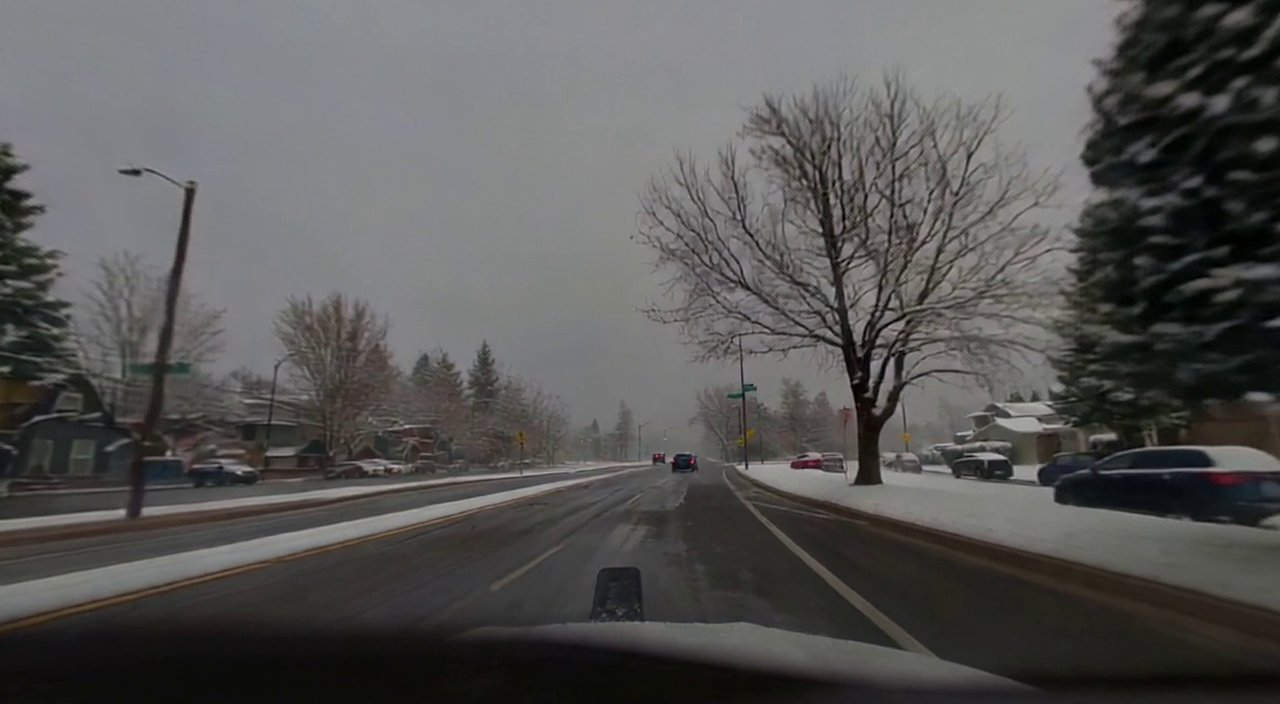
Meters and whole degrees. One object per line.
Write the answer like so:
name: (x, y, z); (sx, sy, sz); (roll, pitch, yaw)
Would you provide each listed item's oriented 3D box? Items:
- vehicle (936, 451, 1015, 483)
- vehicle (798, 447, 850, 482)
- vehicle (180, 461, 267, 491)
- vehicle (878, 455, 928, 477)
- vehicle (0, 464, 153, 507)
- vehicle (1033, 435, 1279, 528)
vehicle: (17.573, 6.051, 33.362); (1.940, 1.556, 4.542); (-1, -9, 4)
vehicle: (11.476, 7.148, 39.787); (1.923, 1.741, 4.683); (-4, -14, 2)
vehicle: (-26.496, 7.879, 40.425); (2.032, 1.799, 4.636); (-1, -9, 6)
vehicle: (18.879, 8.183, 45.582); (1.969, 1.465, 4.930); (-1, -9, 6)
vehicle: (-22.143, 5.181, 24.889); (1.880, 1.455, 4.599); (-1, -9, 7)
vehicle: (10.453, 2.669, 12.776); (1.988, 1.487, 4.479); (-1, -13, -1)
